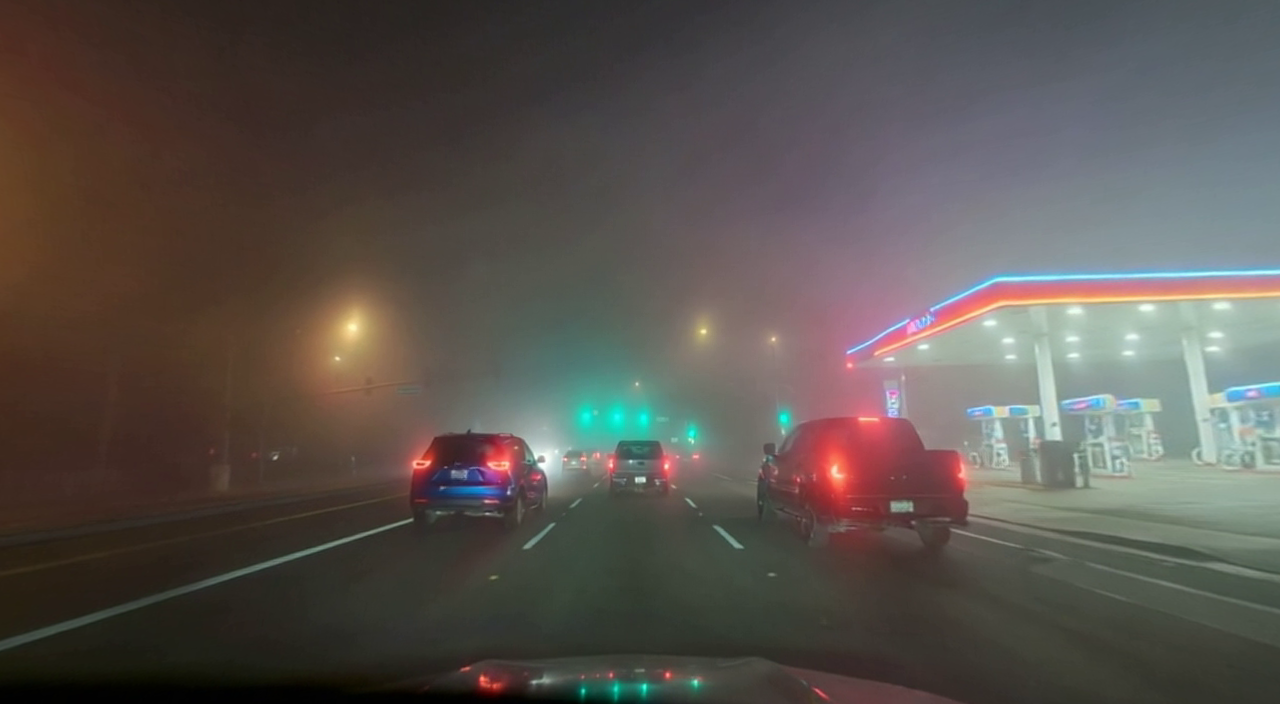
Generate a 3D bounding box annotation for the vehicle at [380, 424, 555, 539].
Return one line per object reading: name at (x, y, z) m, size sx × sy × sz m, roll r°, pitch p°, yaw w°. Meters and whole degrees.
vehicle at (-2.928, 2.291, 11.824) m, size 2.019 × 1.731 × 4.299 m, roll 0°, pitch -8°, yaw 0°

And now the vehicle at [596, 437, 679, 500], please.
vehicle at (-0.092, 3.367, 18.699) m, size 2.181 × 1.650 × 4.083 m, roll 0°, pitch -8°, yaw -1°

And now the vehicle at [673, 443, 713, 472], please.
vehicle at (3.289, 6.662, 40.161) m, size 2.122 × 1.745 × 4.337 m, roll 0°, pitch -8°, yaw -1°

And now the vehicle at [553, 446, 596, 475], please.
vehicle at (-3.528, 5.915, 34.617) m, size 1.954 × 1.497 × 4.078 m, roll 0°, pitch -8°, yaw 0°

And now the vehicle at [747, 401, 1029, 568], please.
vehicle at (3.264, 1.890, 9.852) m, size 2.161 × 1.868 × 5.321 m, roll 0°, pitch -8°, yaw -1°
